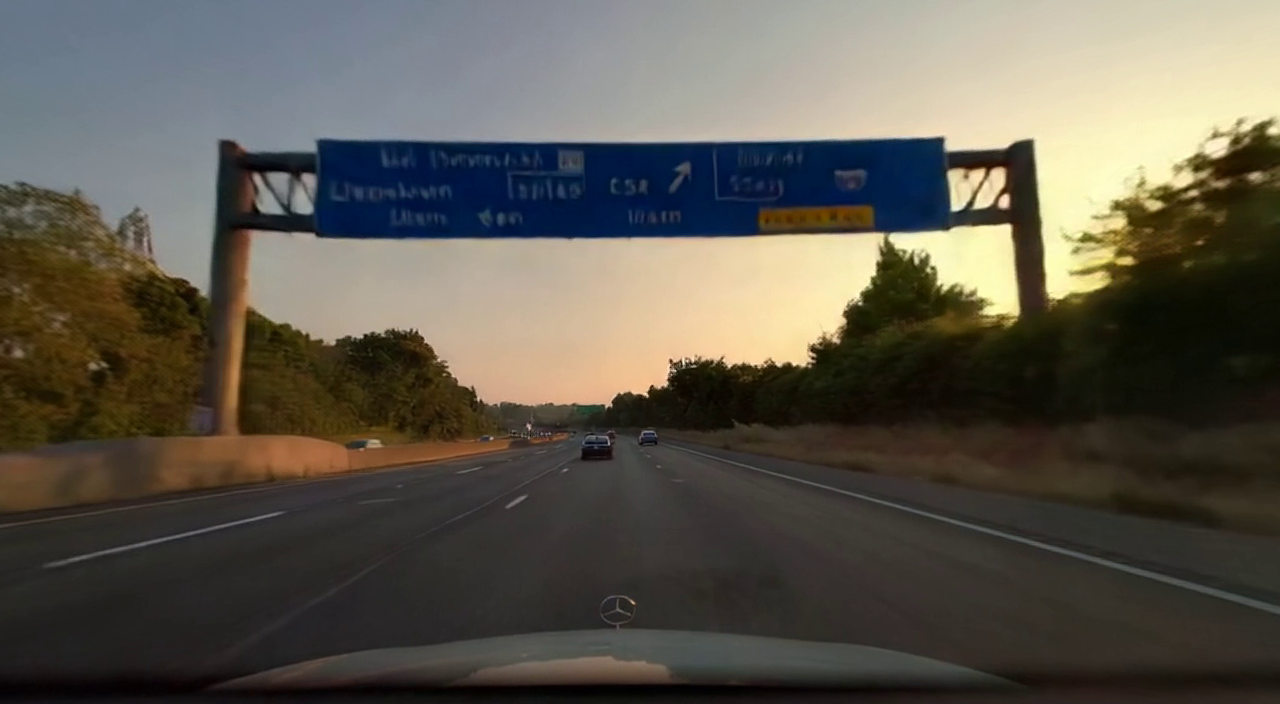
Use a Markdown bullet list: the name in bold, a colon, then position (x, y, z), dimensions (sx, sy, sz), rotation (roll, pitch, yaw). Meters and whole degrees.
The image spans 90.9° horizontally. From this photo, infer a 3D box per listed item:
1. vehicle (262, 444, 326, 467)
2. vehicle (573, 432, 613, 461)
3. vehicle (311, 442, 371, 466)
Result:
- **vehicle**: position (-23.830, 7.134, 43.612), dimensions (1.960, 1.441, 4.473), rotation (0, -8, -1)
- **vehicle**: position (-2.516, 5.183, 34.720), dimensions (2.000, 1.491, 3.913), rotation (0, -8, -2)
- **vehicle**: position (-20.343, 6.927, 43.097), dimensions (2.002, 1.484, 4.481), rotation (0, -8, -1)
